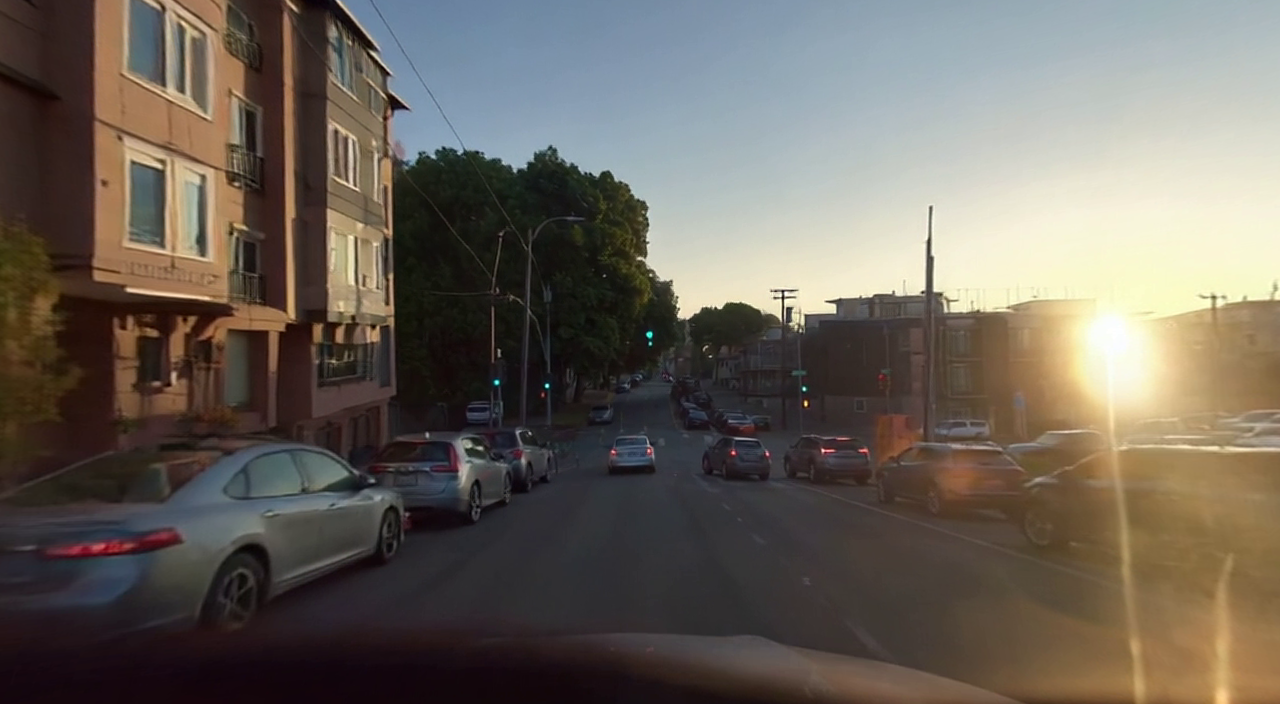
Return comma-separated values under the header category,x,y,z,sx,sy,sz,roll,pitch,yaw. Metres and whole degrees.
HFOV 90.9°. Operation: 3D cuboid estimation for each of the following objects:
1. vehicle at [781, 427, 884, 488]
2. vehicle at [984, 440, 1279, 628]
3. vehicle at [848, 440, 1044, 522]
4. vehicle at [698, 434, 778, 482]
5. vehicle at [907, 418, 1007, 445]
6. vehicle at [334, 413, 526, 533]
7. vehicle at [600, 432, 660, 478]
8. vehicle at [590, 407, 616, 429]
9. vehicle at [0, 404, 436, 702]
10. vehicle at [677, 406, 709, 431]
category,x,y,z,sx,sy,sz,roll,pitch,yaw
vehicle,6.176,3.437,20.829,1.999,1.752,4.502,0,-8,1
vehicle,6.089,1.761,7.127,1.938,1.487,4.371,0,-8,0
vehicle,6.188,2.637,13.475,1.962,1.438,4.440,0,-8,0
vehicle,3.208,3.581,21.645,2.055,1.450,4.676,0,-8,1
vehicle,18.448,4.662,36.810,4.738,1.537,1.960,-1,-8,3
vehicle,-3.412,2.063,11.287,1.922,1.704,4.398,0,-8,0
vehicle,-0.282,3.620,22.290,1.923,1.460,3.923,0,-8,1
vehicle,-2.830,5.180,49.329,1.878,1.521,3.697,0,-8,-1
vehicle,-3.492,1.350,5.485,1.869,1.491,4.458,0,-8,1
vehicle,3.825,4.895,46.150,2.093,1.655,4.327,0,-8,1
